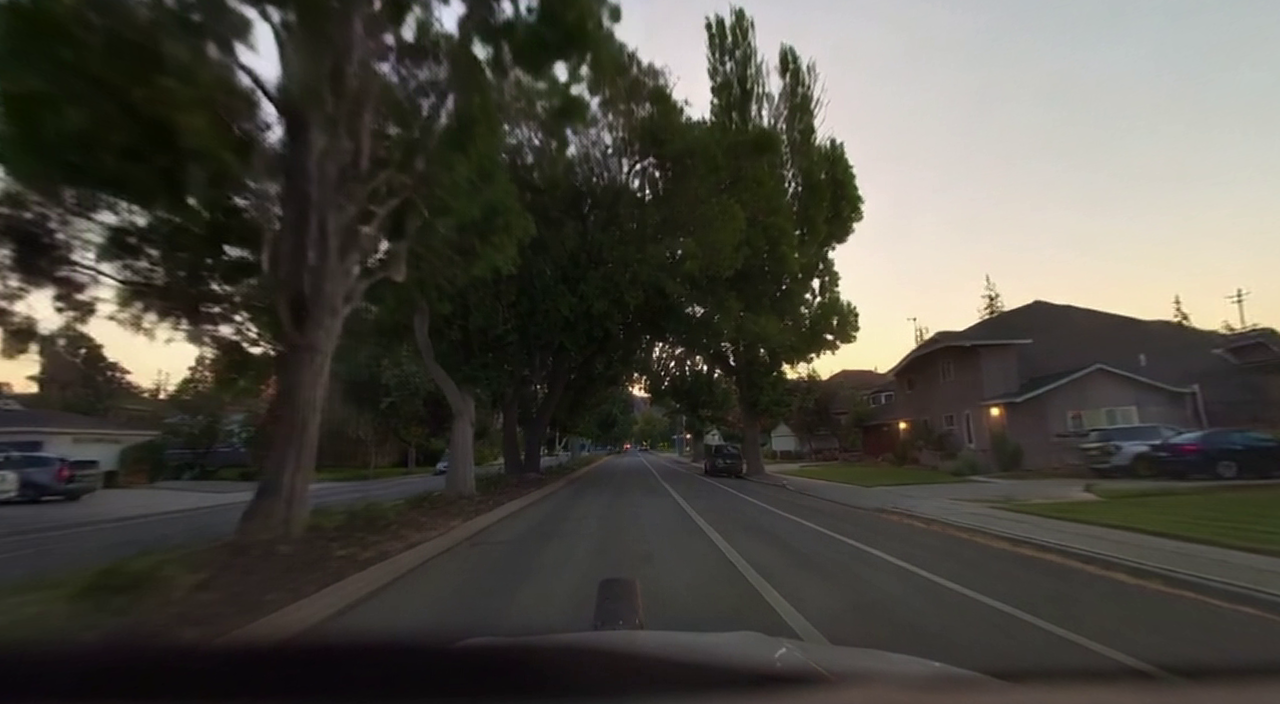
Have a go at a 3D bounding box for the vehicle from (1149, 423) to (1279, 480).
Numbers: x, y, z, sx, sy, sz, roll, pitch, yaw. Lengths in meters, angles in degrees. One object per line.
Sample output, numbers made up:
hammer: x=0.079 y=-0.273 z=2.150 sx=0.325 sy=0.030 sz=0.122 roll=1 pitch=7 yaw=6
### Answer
vehicle: x=18.139 y=2.974 z=19.058 sx=3.858 sy=1.583 sz=1.931 roll=0 pitch=-9 yaw=-2

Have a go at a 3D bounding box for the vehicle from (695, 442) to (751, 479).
vehicle: x=4.001 y=5.317 z=31.324 sx=2.045 sy=1.677 sz=4.509 roll=0 pitch=-9 yaw=-1

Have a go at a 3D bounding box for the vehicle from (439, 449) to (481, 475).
vehicle: x=-13.606 y=8.290 z=47.899 sx=1.970 sy=1.677 sz=4.270 roll=-2 pitch=-7 yaw=0

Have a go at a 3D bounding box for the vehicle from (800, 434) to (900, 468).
vehicle: x=11.742 y=5.547 z=35.504 sx=4.860 sy=1.772 sz=2.007 roll=0 pitch=-8 yaw=-3

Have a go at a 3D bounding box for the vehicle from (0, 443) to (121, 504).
vehicle: x=-21.551 y=4.091 z=21.455 sx=5.705 sy=1.907 sz=2.142 roll=0 pitch=-9 yaw=-4
